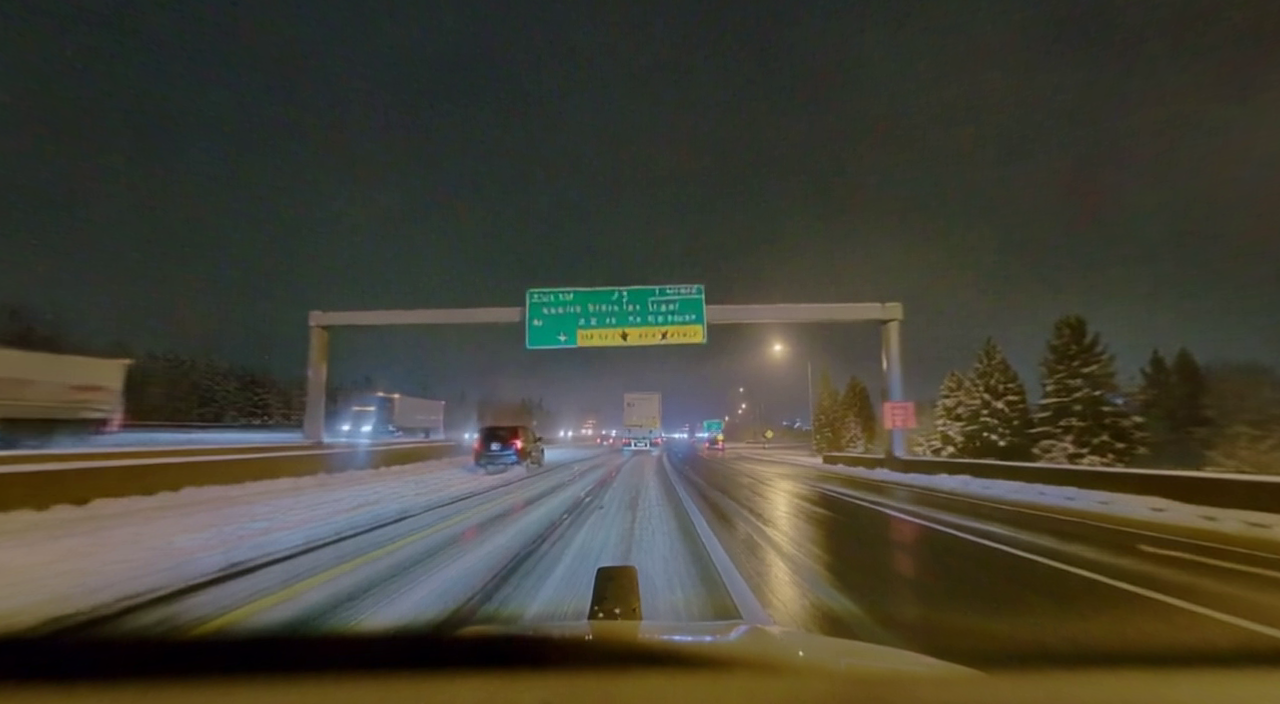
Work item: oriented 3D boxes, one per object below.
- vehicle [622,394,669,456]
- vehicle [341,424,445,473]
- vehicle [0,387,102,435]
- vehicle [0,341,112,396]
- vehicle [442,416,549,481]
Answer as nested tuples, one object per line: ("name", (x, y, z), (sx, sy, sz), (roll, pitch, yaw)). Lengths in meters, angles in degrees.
("vehicle", (0.445, 5.435, 46.313), (3.024, 4.019, 10.605), (0, -7, 1))
("vehicle", (-8.228, 3.239, 21.319), (1.845, 1.493, 3.799), (0, -7, 2))
("vehicle", (-24.060, 2.338, 24.255), (1.990, 1.703, 5.121), (0, -7, 1))
("vehicle", (-24.075, 0.730, 24.769), (1.990, 1.703, 5.121), (0, -7, 1))
("vehicle", (-4.354, 2.988, 19.806), (2.119, 1.787, 4.655), (0, -7, 2))
